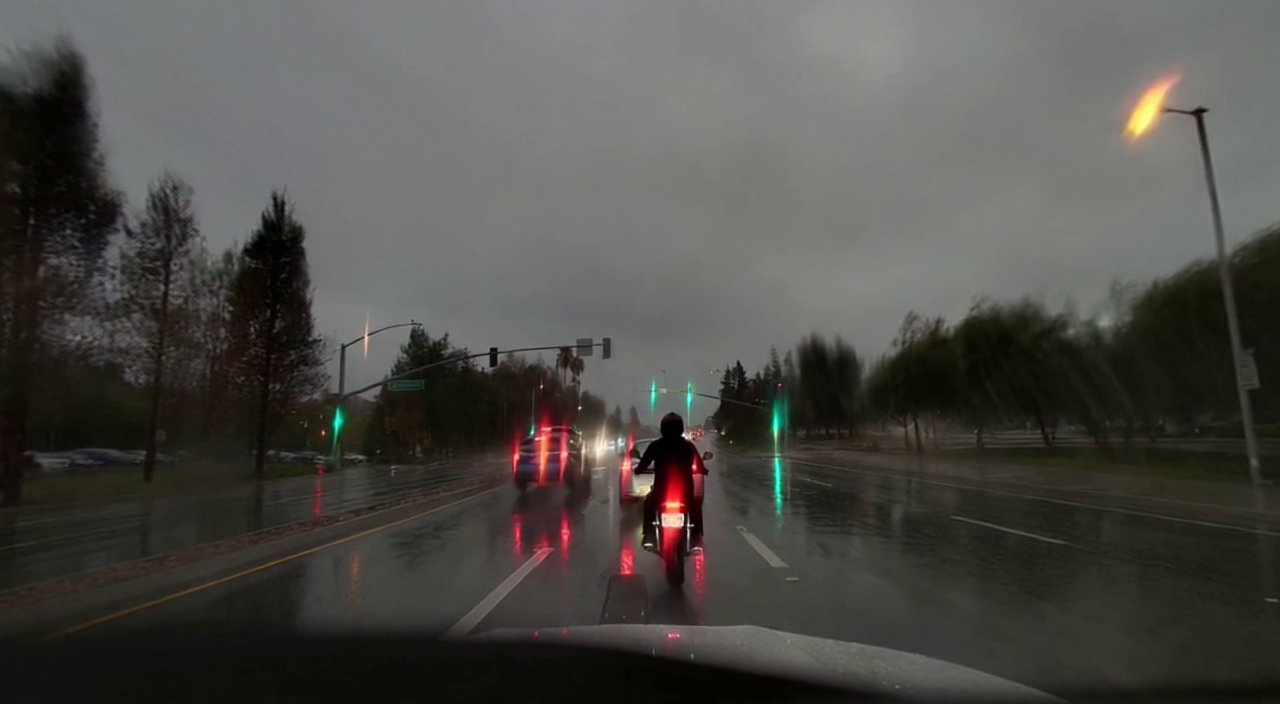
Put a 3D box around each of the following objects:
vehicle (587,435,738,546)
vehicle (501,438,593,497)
[{"bbox_3d":[0.330,2.181,10.743,2.009,1.450,4.608,-1,-8,1],"label":"vehicle"},{"bbox_3d":[-2.549,3.282,18.281,1.979,1.499,3.840,-1,-8,2],"label":"vehicle"}]
